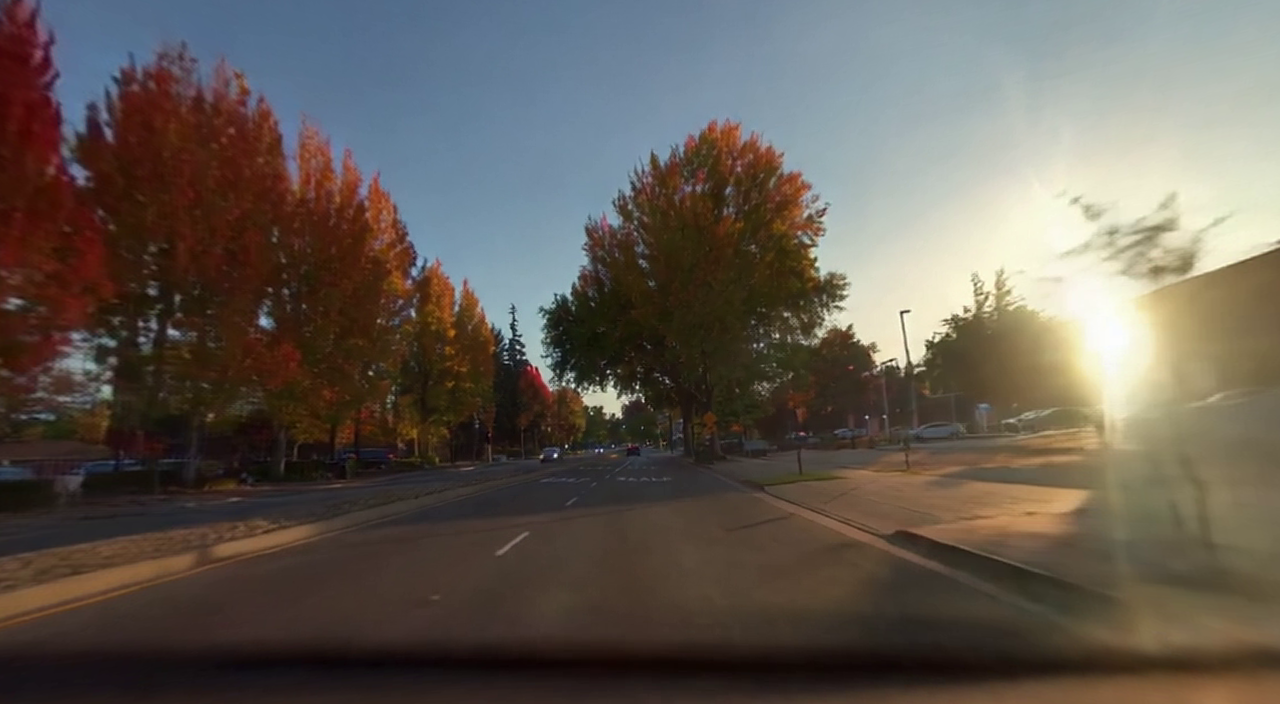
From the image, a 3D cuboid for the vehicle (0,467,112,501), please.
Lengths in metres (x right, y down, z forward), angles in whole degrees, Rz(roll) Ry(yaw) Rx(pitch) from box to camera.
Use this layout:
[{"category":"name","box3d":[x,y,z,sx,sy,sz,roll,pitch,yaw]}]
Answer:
[{"category":"vehicle","box3d":[-27.798,6.239,29.791,3.844,1.448,1.746,0,-8,1]}]
